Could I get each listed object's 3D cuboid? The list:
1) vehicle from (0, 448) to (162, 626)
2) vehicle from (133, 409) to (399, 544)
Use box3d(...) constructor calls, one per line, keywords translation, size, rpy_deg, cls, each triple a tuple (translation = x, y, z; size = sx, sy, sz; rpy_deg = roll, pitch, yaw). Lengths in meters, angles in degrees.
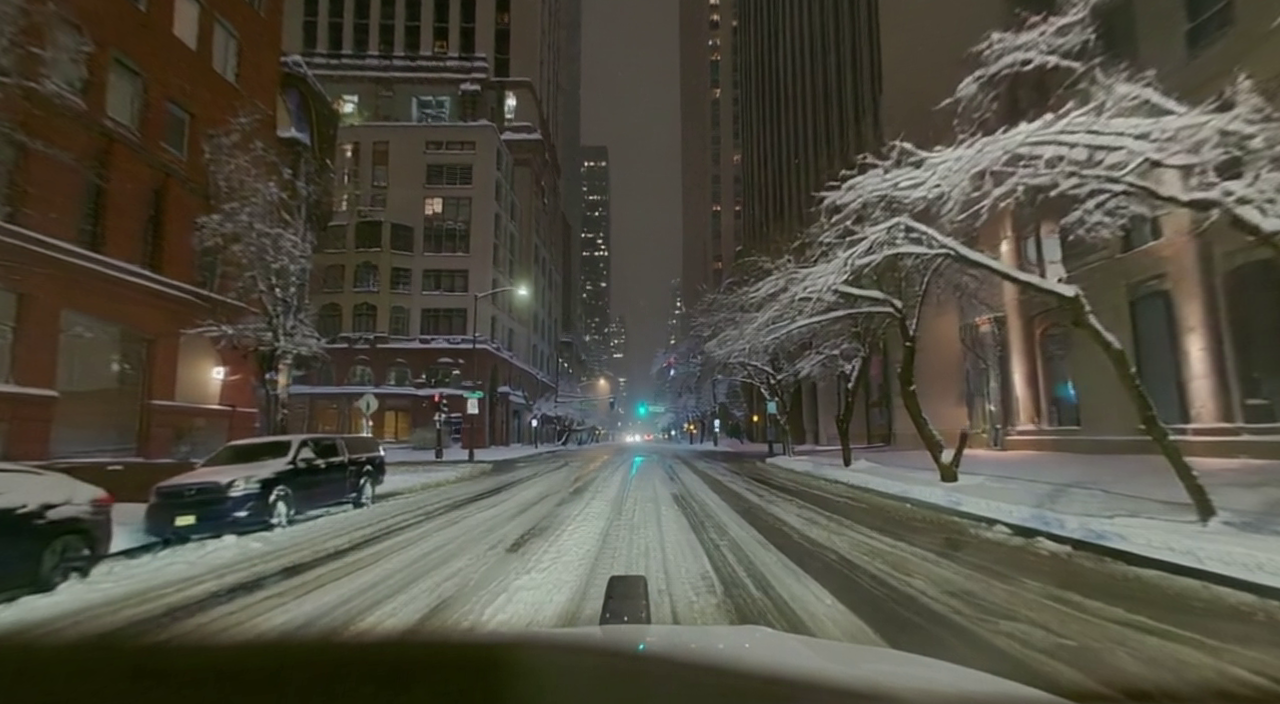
box3d(translation=(-6.735, 1.626, 5.008), size=(2.270, 1.539, 4.855), rpy_deg=(-4, -9, -2), cls="vehicle")
box3d(translation=(-6.668, 2.272, 12.127), size=(2.273, 1.871, 4.920), rpy_deg=(-4, -9, -2), cls="vehicle")
